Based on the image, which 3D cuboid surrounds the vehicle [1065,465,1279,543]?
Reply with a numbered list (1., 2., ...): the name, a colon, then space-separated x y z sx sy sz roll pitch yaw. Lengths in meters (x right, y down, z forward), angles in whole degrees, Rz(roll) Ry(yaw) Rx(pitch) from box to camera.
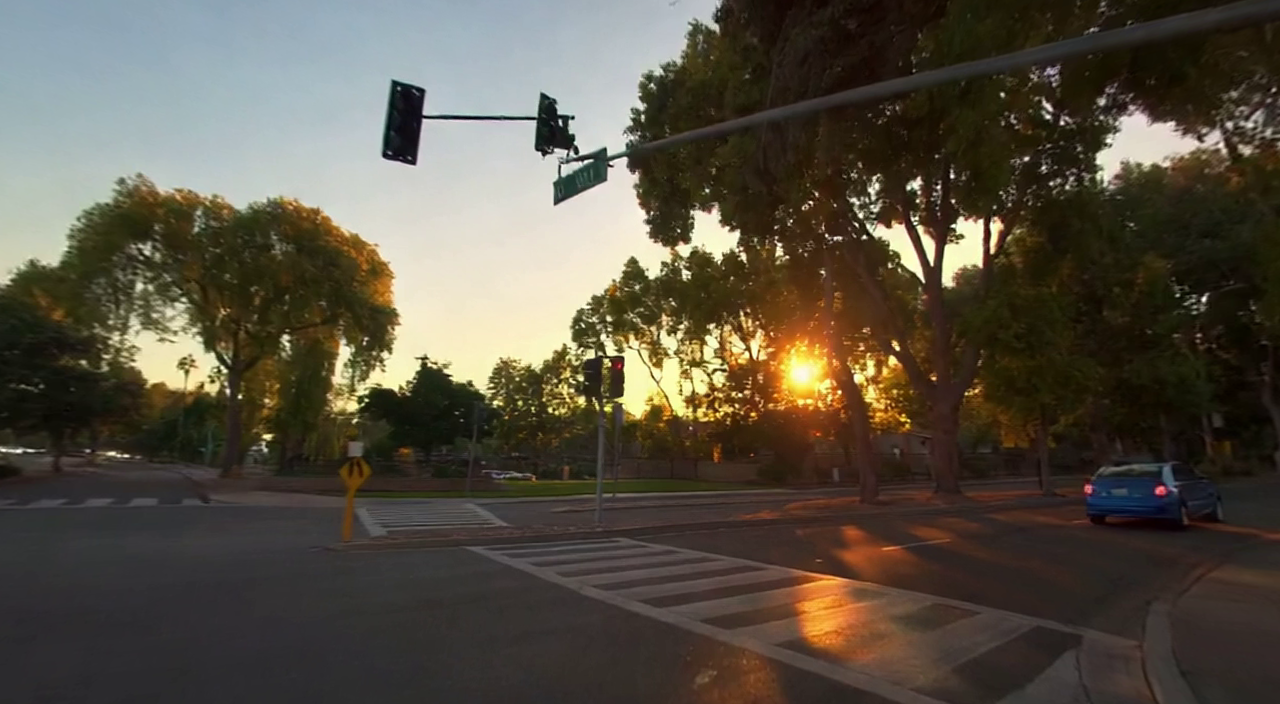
1. vehicle: 10.940 2.930 12.604 5.282 1.250 1.972 7 -12 -32
